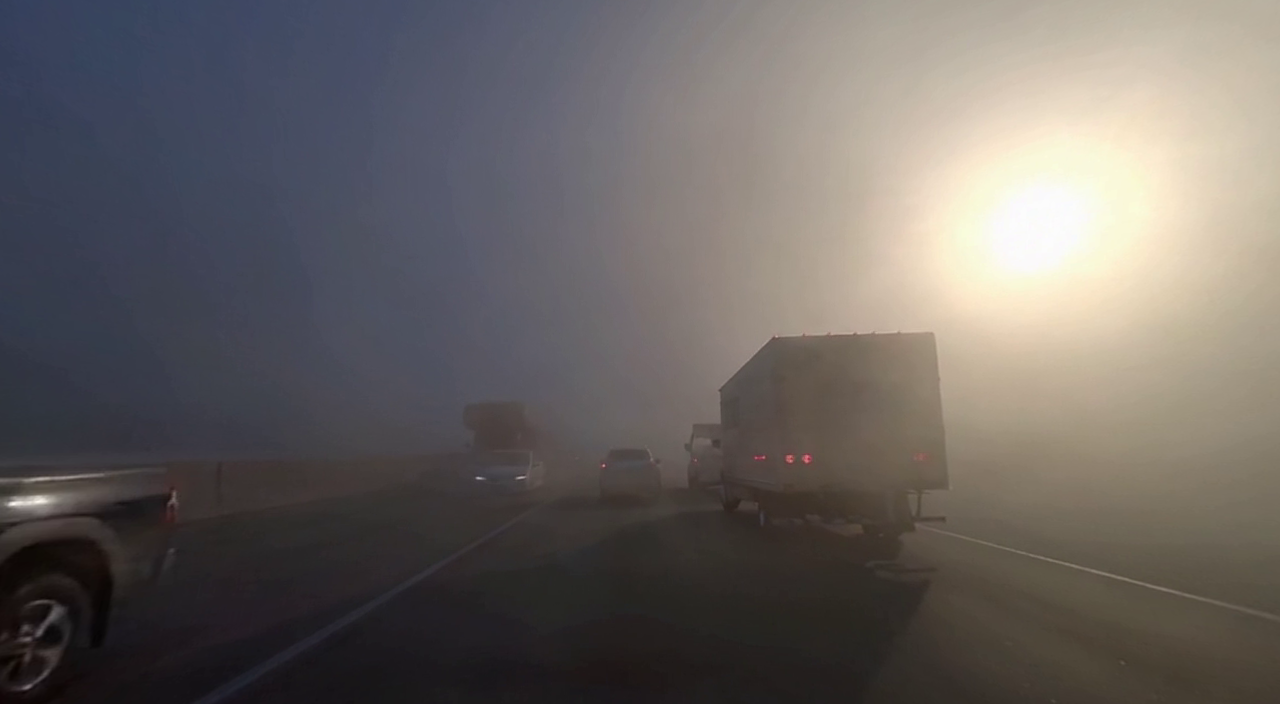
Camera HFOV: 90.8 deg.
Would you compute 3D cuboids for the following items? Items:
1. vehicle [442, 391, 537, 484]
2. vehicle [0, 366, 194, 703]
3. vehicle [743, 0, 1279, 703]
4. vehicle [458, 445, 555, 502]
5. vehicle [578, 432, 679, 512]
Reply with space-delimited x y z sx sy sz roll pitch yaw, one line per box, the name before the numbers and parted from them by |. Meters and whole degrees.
vehicle | -6.923 4.113 30.057 3.008 3.987 5.871 0 -9 0
vehicle | -3.970 0.800 2.015 2.074 1.717 4.089 0 -9 -1
vehicle | 2.897 -0.668 0.293 2.934 4.123 15.785 0 -9 0
vehicle | -3.825 3.544 18.799 1.980 1.499 3.944 0 -9 1
vehicle | -0.280 2.928 15.856 2.201 1.719 4.058 0 -9 -1
